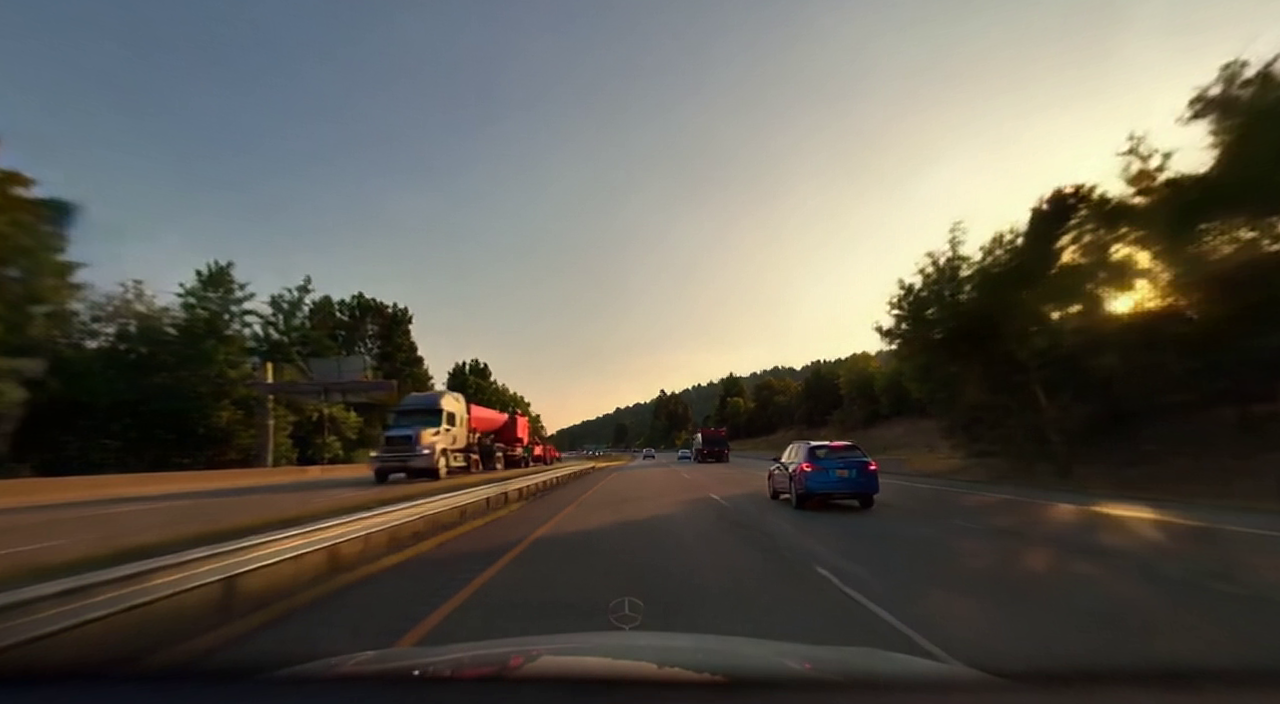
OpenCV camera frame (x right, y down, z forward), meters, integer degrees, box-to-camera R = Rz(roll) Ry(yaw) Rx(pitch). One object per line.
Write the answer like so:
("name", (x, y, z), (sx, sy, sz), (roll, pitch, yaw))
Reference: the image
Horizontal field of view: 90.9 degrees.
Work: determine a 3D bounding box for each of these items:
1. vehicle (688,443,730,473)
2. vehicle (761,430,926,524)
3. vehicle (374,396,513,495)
("vehicle", (4.137, 6.432, 38.354), (2.022, 1.658, 4.132), (0, -9, -1))
("vehicle", (3.934, 2.496, 13.037), (2.005, 1.604, 4.002), (0, -9, -1))
("vehicle", (-7.782, 3.953, 26.530), (3.011, 3.465, 8.510), (0, -9, 0))
